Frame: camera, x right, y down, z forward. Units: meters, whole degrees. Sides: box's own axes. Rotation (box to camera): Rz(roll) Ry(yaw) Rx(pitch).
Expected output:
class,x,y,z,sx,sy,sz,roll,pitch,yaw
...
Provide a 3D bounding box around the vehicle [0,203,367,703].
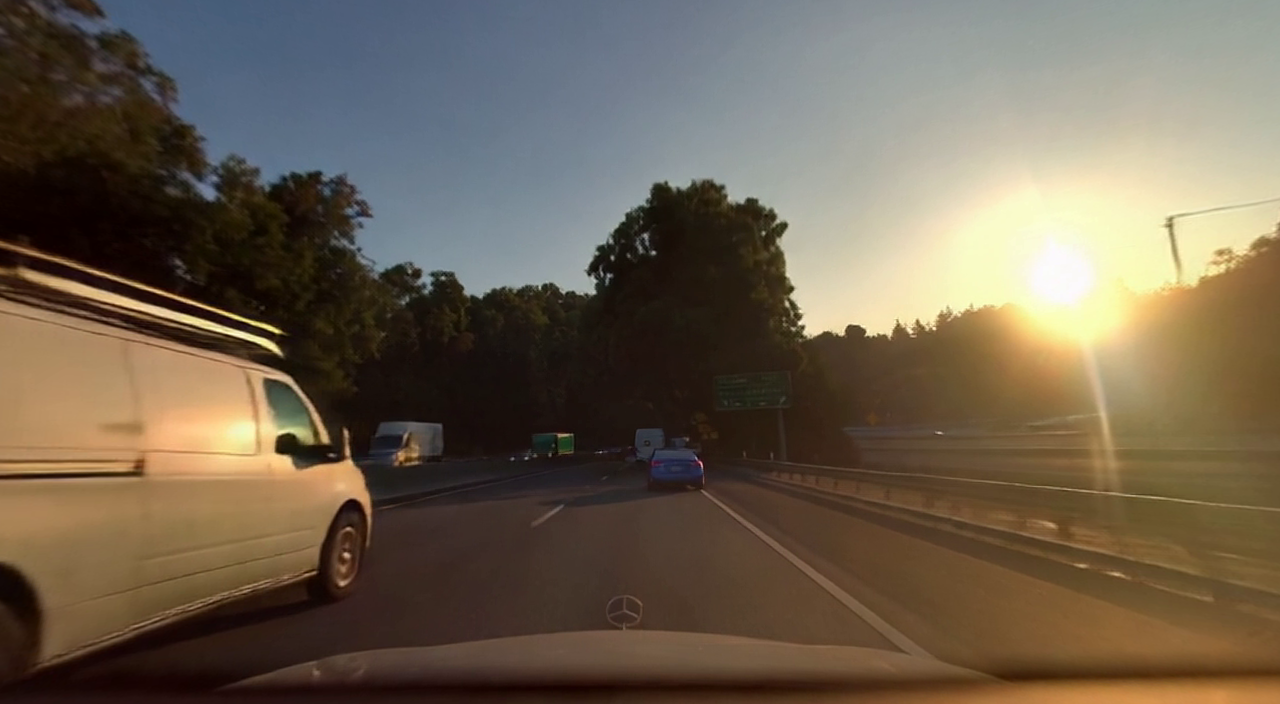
class,x,y,z,sx,sy,sz,roll,pitch,yaw
vehicle,-3.085,0.579,1.996,2.217,2.033,4.975,0,-9,0

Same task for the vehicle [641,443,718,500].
class,x,y,z,sx,sy,sz,roll,pitch,yaw
vehicle,1.045,3.458,18.594,2.012,1.485,3.649,0,-9,0

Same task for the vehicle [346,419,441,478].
class,x,y,z,sx,sy,sz,roll,pitch,yaw
vehicle,-16.835,6.714,43.803,2.942,3.682,8.180,0,-9,2
